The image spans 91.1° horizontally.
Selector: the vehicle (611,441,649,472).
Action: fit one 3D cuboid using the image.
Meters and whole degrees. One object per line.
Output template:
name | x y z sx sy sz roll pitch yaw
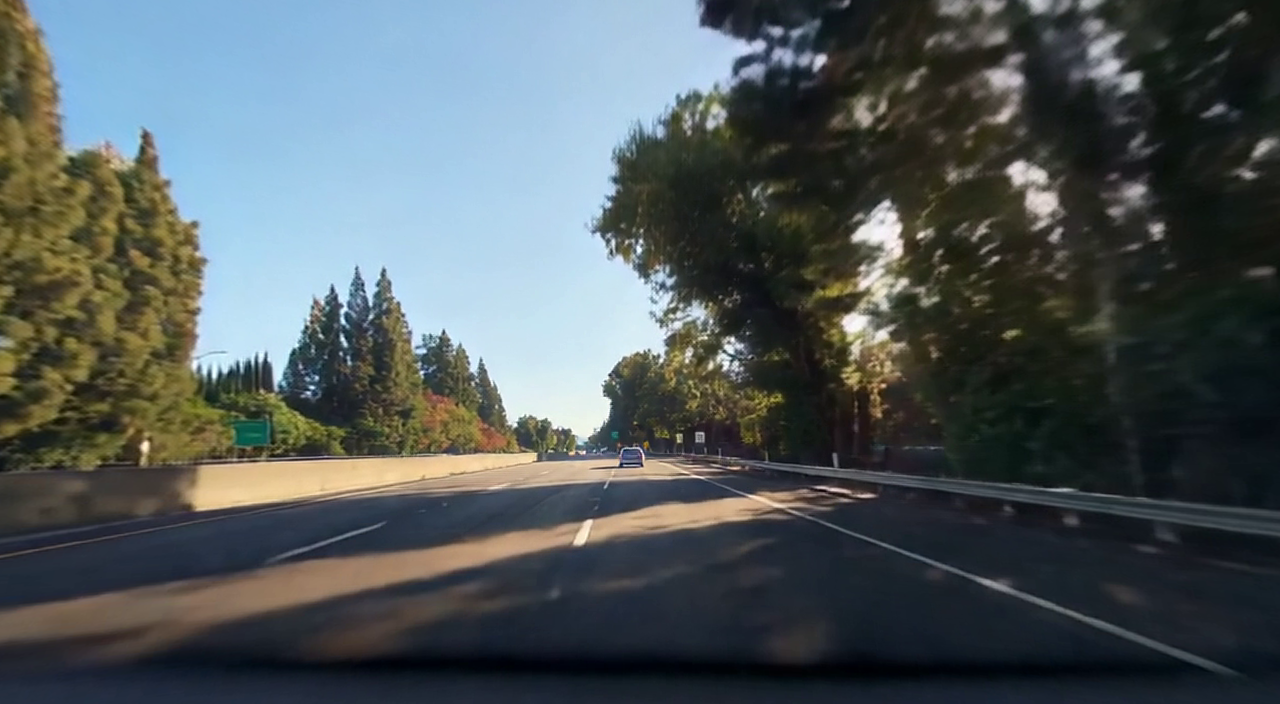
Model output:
vehicle | -0.586 6.273 37.853 2.120 1.715 4.153 0 -9 -1
